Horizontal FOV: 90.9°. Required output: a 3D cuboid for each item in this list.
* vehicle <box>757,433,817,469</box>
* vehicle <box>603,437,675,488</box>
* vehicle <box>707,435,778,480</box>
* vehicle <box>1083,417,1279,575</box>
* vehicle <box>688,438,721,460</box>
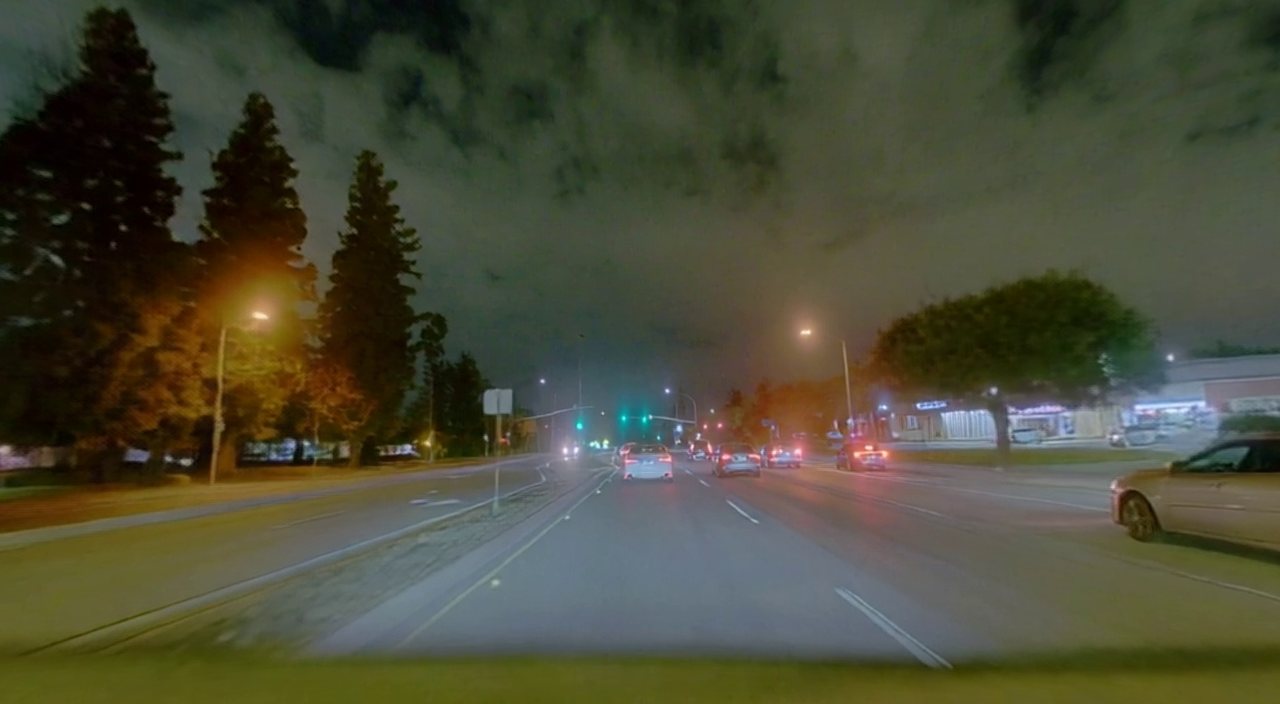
[{"bbox_3d":[7.512,5.099,32.642,2.044,1.701,4.397,0,-8,0],"label":"vehicle"},{"bbox_3d":[-0.001,3.535,20.476,2.096,1.473,3.893,0,-8,1],"label":"vehicle"},{"bbox_3d":[3.794,3.988,24.121,1.988,1.528,4.144,0,-8,0],"label":"vehicle"},{"bbox_3d":[7.156,1.459,6.577,1.892,1.515,4.400,0,-8,1],"label":"vehicle"},{"bbox_3d":[4.539,6.919,44.977,1.862,1.457,4.204,0,-8,0],"label":"vehicle"}]
